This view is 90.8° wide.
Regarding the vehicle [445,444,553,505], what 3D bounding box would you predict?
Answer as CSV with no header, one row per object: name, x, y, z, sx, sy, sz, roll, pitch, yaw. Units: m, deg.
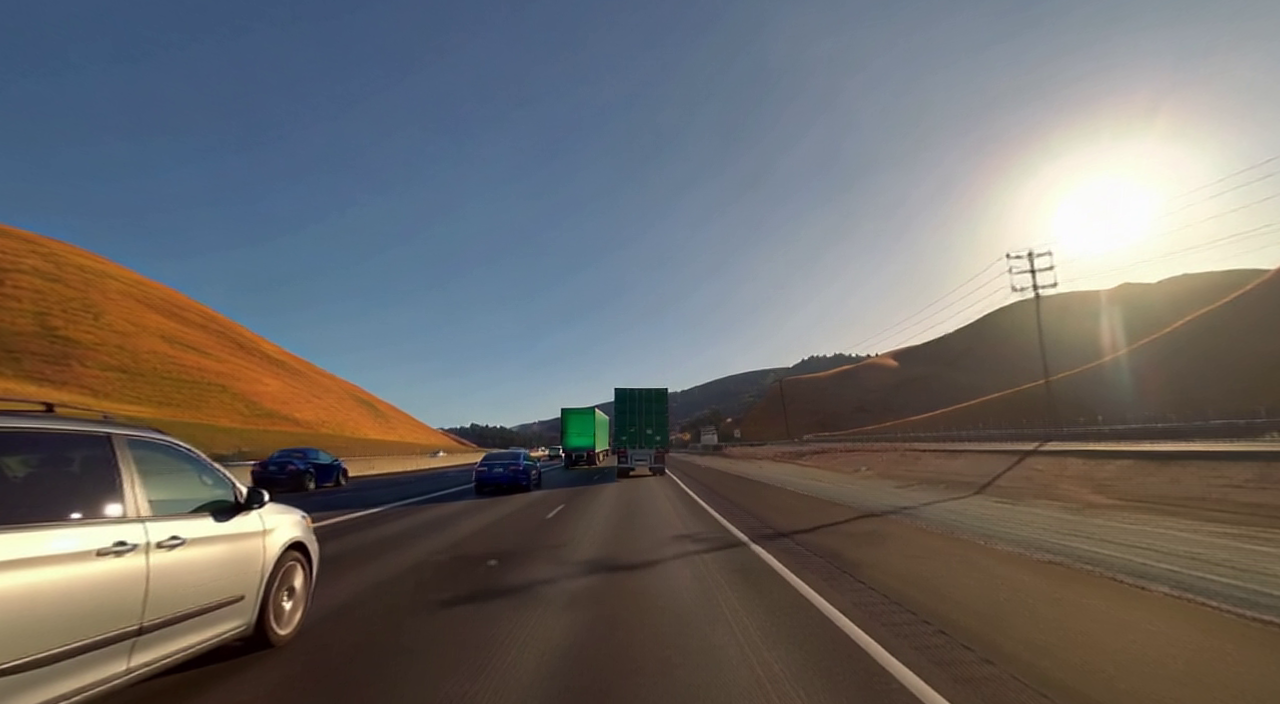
vehicle,-3.682,3.268,17.340,1.950,1.446,4.224,0,-9,1

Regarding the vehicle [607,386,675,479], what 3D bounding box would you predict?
vehicle,0.154,4.265,32.745,2.913,3.988,10.874,0,-9,1

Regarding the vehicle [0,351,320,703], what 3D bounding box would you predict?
vehicle,-4.029,0.948,3.268,2.136,1.779,4.875,0,-9,0
